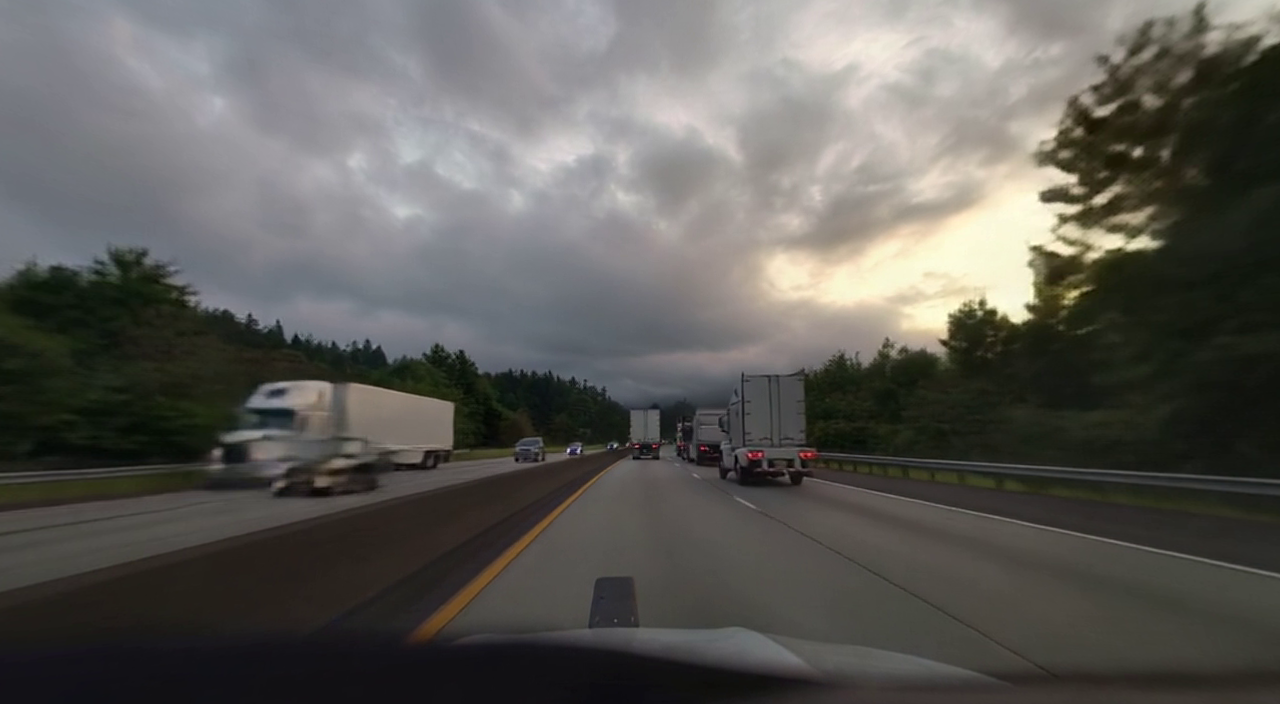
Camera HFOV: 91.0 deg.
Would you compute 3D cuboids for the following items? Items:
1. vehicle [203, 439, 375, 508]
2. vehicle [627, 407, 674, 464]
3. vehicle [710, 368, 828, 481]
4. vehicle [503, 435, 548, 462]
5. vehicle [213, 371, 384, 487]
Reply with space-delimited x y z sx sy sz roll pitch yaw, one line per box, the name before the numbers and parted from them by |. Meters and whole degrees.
vehicle | -8.708 3.009 16.176 1.900 1.495 4.478 0 -8 -1
vehicle | 0.585 5.319 39.895 2.644 3.247 7.454 0 -8 0
vehicle | 4.513 2.775 23.498 2.956 3.604 6.277 0 -8 -1
vehicle | -8.207 6.975 45.735 2.294 1.856 4.734 -1 -8 1
vehicle | -13.072 3.091 24.919 2.939 3.930 6.425 -1 -8 1
